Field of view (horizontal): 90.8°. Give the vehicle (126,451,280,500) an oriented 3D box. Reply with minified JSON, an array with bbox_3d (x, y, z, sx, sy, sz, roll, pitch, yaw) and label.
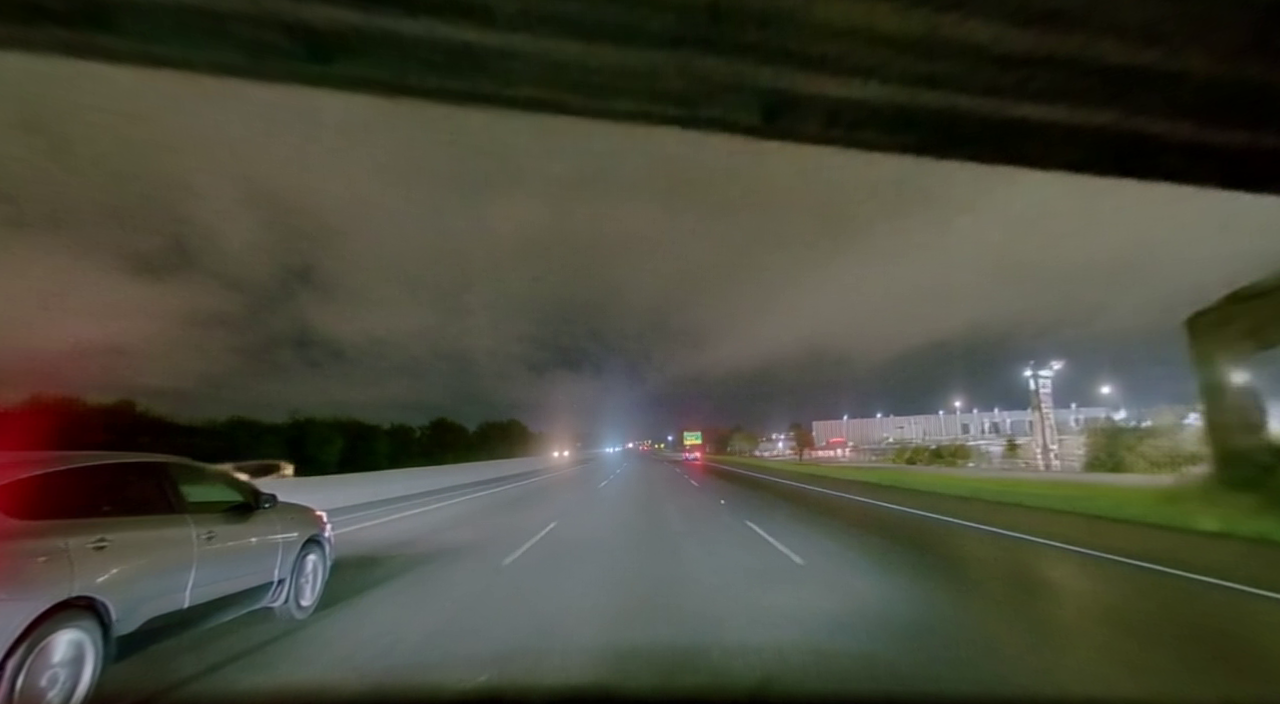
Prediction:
[{"bbox_3d":[-15.125,4.272,22.279,1.955,1.497,4.830,0,-9,0],"label":"vehicle"}]
